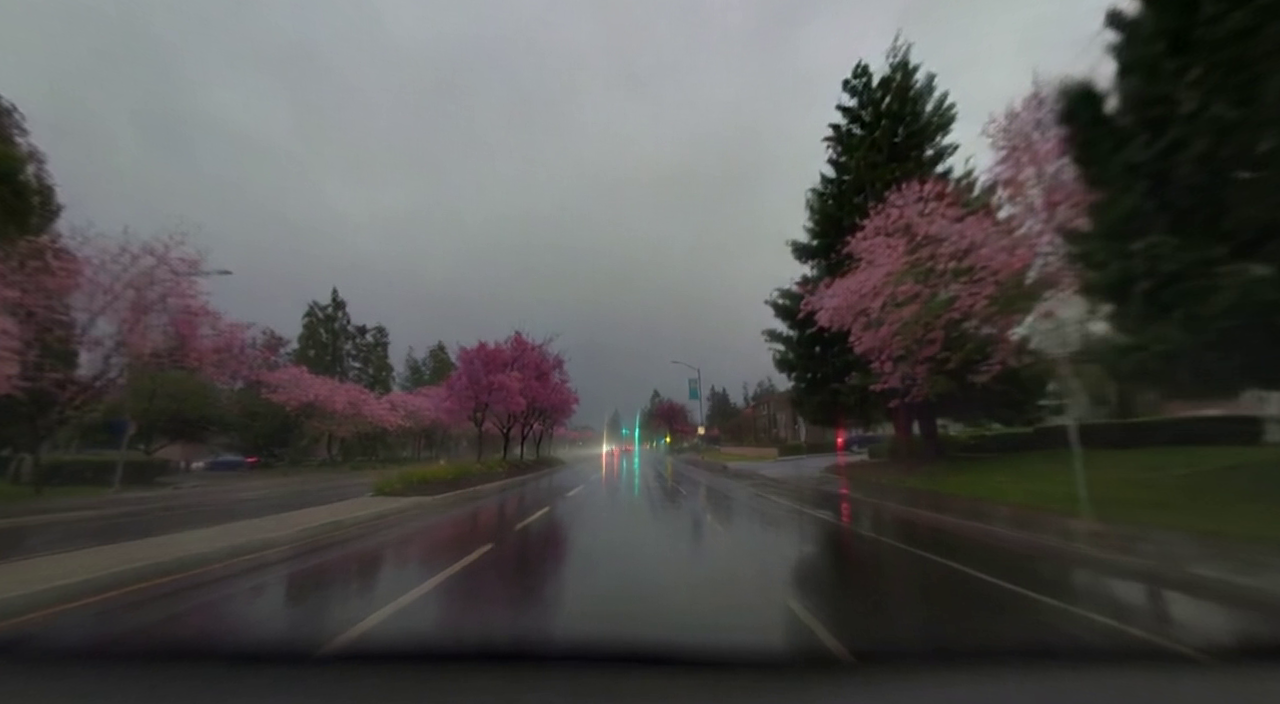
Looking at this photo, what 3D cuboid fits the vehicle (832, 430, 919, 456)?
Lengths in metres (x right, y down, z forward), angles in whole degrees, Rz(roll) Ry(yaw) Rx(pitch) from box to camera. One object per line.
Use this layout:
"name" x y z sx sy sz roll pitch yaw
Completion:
"vehicle" 15.184 5.889 40.963 4.877 1.592 1.913 -1 -9 2
